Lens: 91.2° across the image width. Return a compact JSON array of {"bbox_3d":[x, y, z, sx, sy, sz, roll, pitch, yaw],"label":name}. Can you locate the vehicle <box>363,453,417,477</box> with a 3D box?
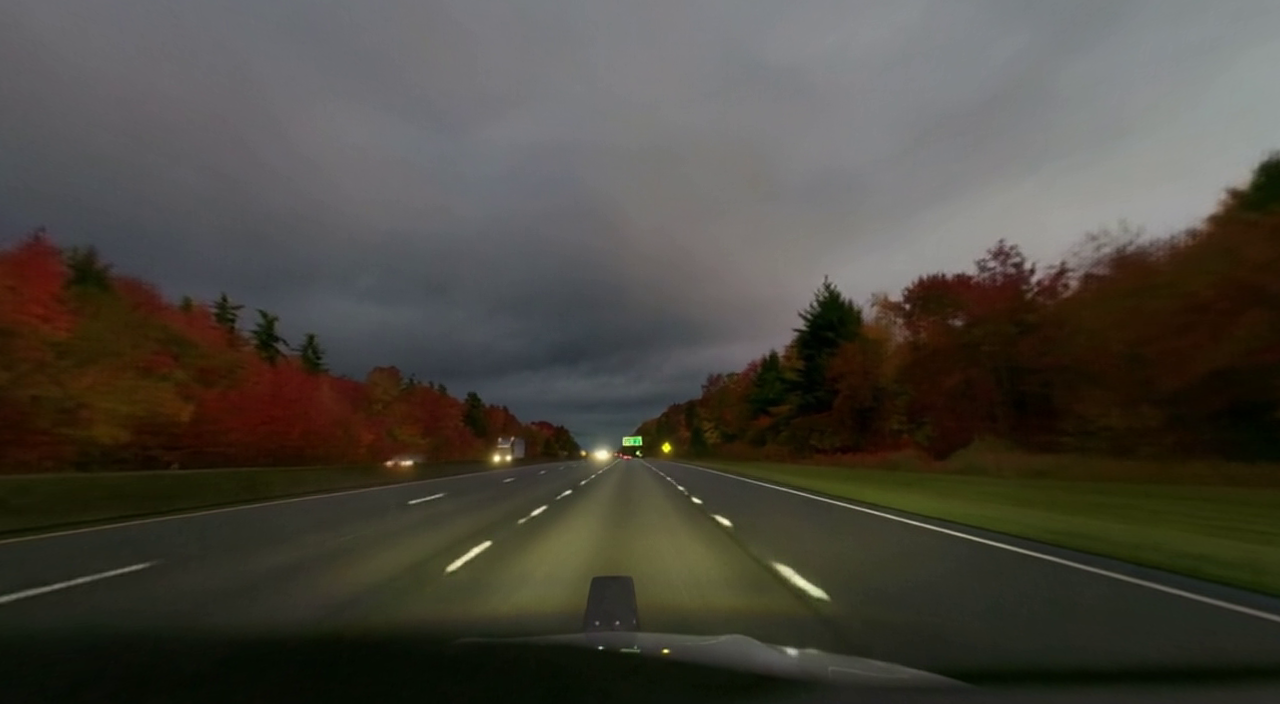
[{"bbox_3d":[-16.566,7.491,41.738,1.784,1.478,4.263,0,-9,0],"label":"vehicle"}]
